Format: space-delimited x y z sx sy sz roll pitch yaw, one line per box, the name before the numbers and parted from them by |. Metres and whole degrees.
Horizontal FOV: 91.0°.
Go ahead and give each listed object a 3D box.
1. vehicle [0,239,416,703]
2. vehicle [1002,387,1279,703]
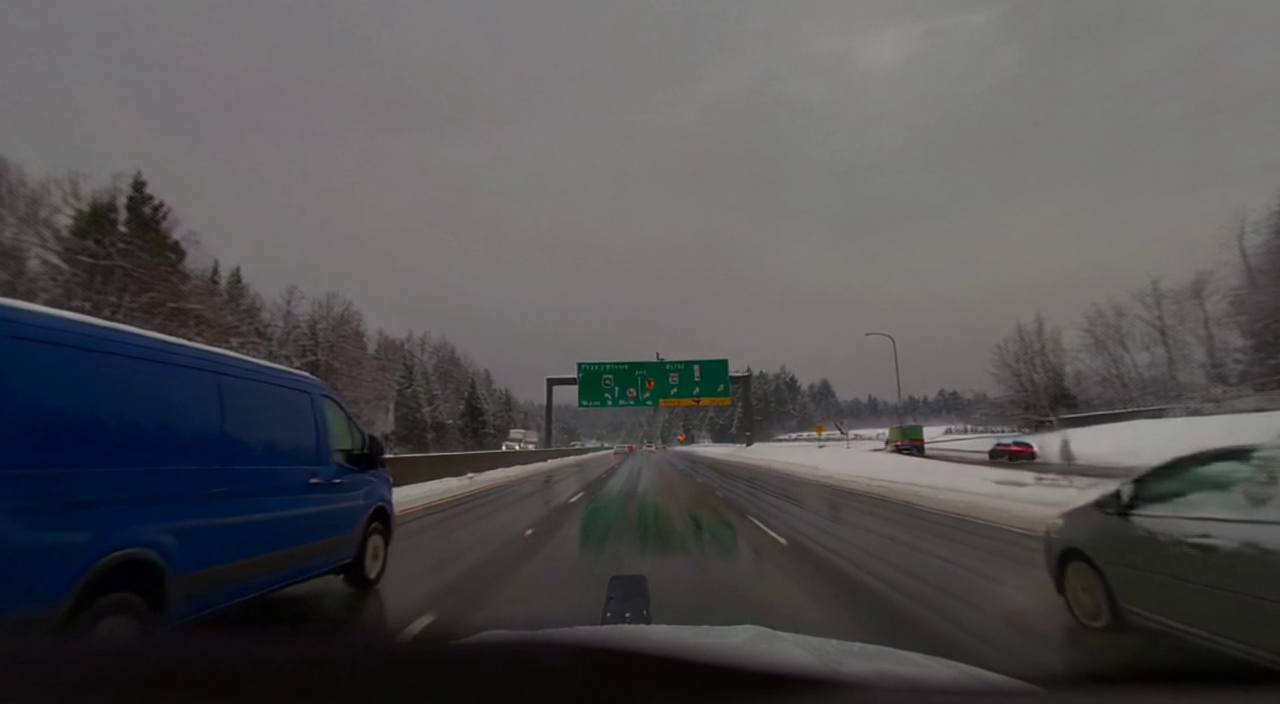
vehicle | -3.364 0.845 3.735 2.281 2.025 4.586 0 -8 1
vehicle | 3.835 0.985 2.967 1.909 1.599 3.943 0 -8 1
